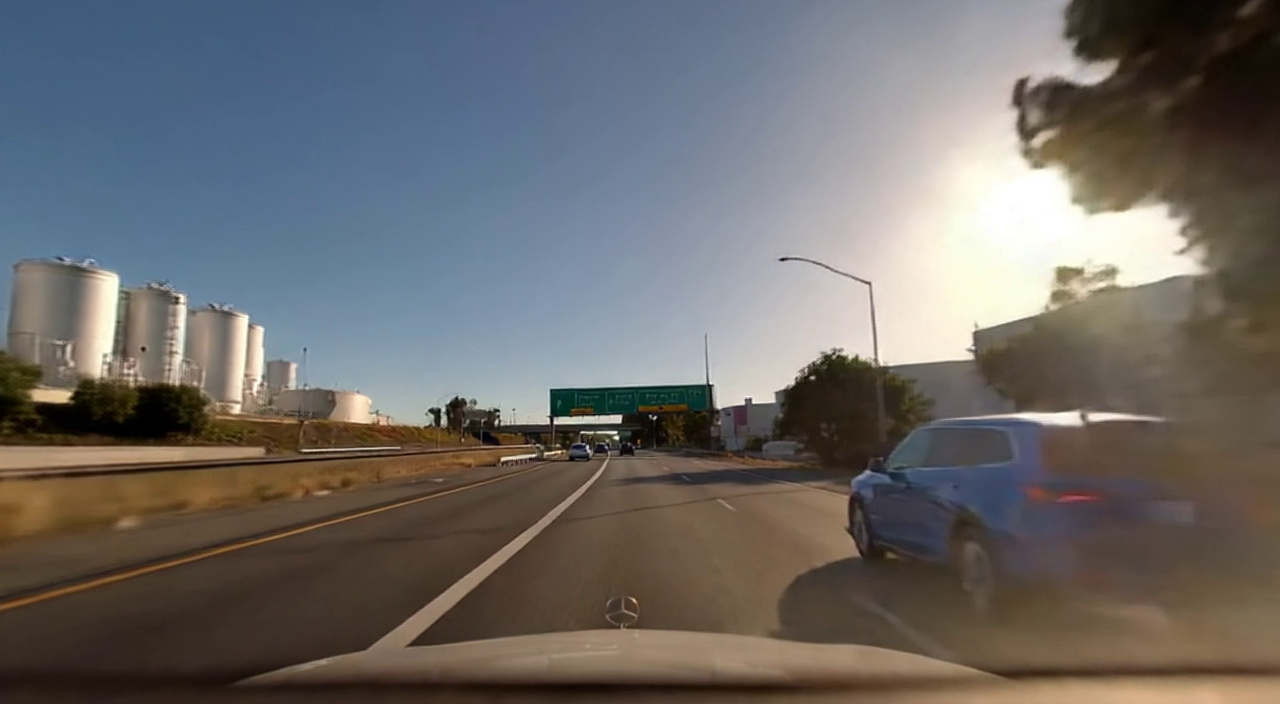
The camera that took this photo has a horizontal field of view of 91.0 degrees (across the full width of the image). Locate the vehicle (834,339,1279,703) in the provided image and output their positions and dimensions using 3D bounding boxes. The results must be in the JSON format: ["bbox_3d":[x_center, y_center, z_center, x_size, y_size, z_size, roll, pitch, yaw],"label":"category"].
[{"bbox_3d":[3.582,1.204,5.326,2.296,1.790,5.067,-1,-9,1],"label":"vehicle"}]

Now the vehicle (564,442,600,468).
[{"bbox_3d":[-3.801,6.826,41.827,2.012,1.571,4.232,-1,-9,0],"label":"vehicle"}]
